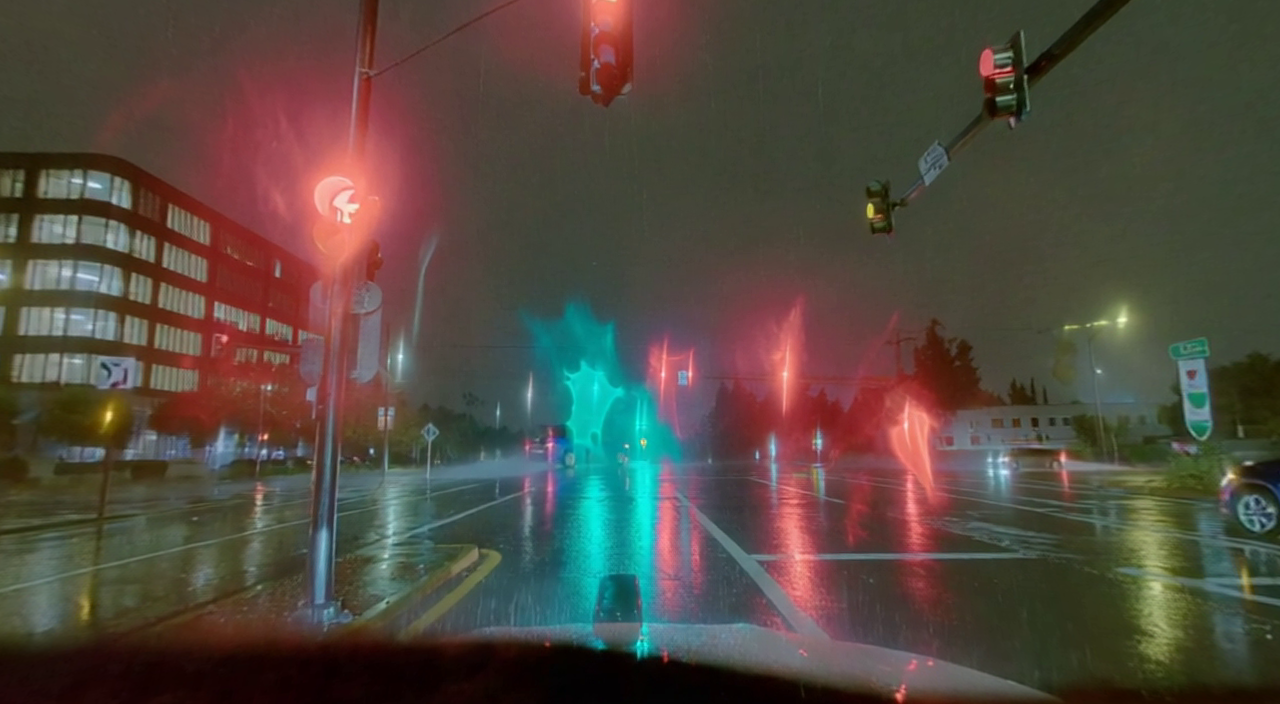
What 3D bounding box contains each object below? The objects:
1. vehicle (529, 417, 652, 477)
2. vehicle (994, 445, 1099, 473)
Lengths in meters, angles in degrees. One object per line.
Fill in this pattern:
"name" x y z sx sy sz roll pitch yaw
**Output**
"vehicle" -2.701 5.485 36.228 2.678 3.096 7.088 -9 -12 43
"vehicle" 23.763 6.272 36.729 4.736 1.542 1.966 0 -9 -2
